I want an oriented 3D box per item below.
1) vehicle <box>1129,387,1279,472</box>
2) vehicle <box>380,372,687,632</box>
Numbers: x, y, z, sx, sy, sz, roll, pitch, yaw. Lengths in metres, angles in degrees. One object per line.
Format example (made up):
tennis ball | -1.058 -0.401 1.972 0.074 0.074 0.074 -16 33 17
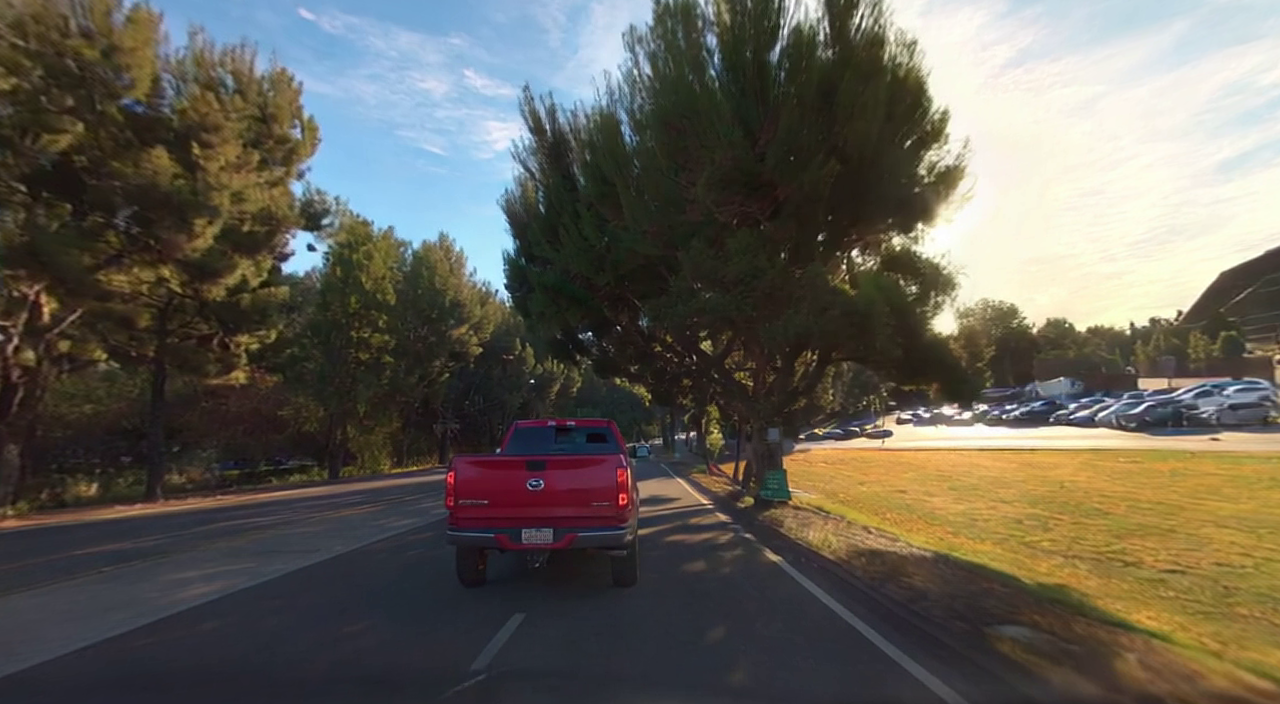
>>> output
vehicle | 11.883 1.402 11.478 4.298 1.392 1.944 -1 -8 2
vehicle | -0.681 1.419 7.033 2.157 1.816 5.039 0 -8 2
